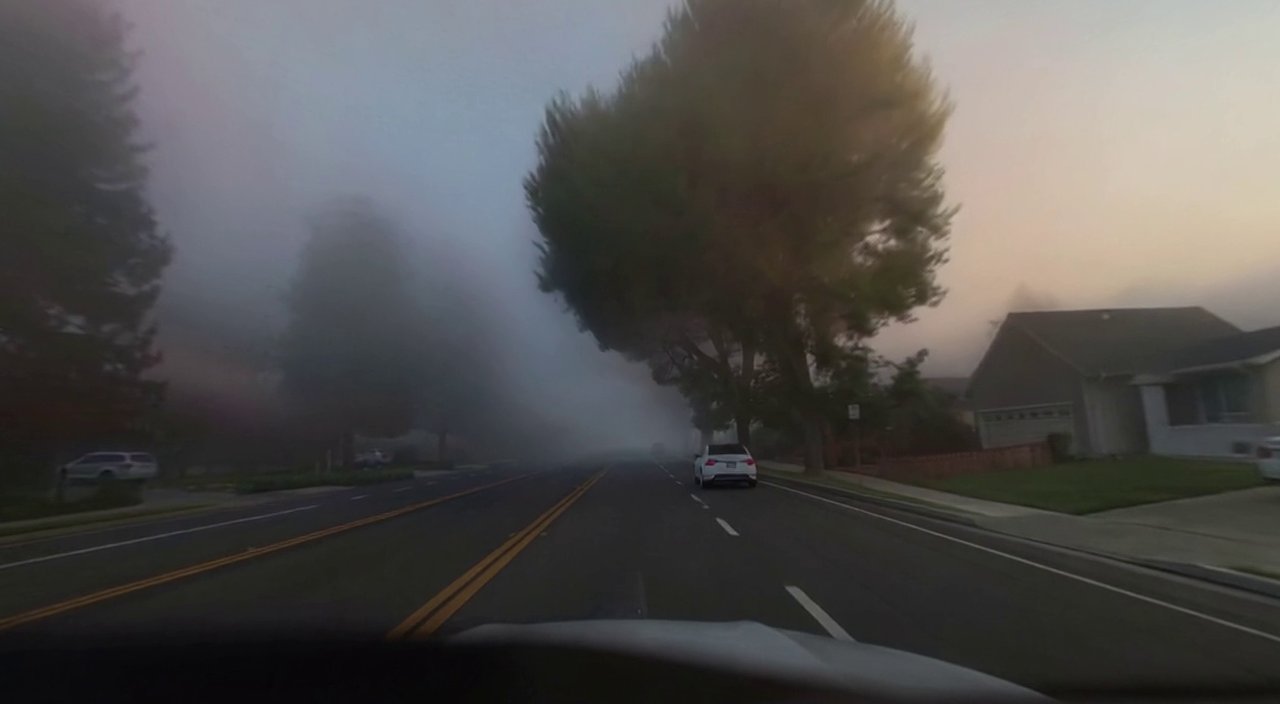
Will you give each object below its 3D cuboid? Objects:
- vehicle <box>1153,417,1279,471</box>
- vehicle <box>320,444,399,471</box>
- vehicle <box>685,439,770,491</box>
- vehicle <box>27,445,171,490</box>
[{"bbox_3d":[18.599,2.791,19.092,4.343,1.519,2.051,0,-9,-1],"label":"vehicle"},{"bbox_3d":[-20.513,7.714,46.367,4.741,1.916,2.169,0,-9,1],"label":"vehicle"},{"bbox_3d":[2.720,3.624,20.655,2.057,1.493,4.225,0,-9,-2],"label":"vehicle"},{"bbox_3d":[-25.217,5.365,29.590,4.671,1.776,2.250,-3,-9,0],"label":"vehicle"}]
